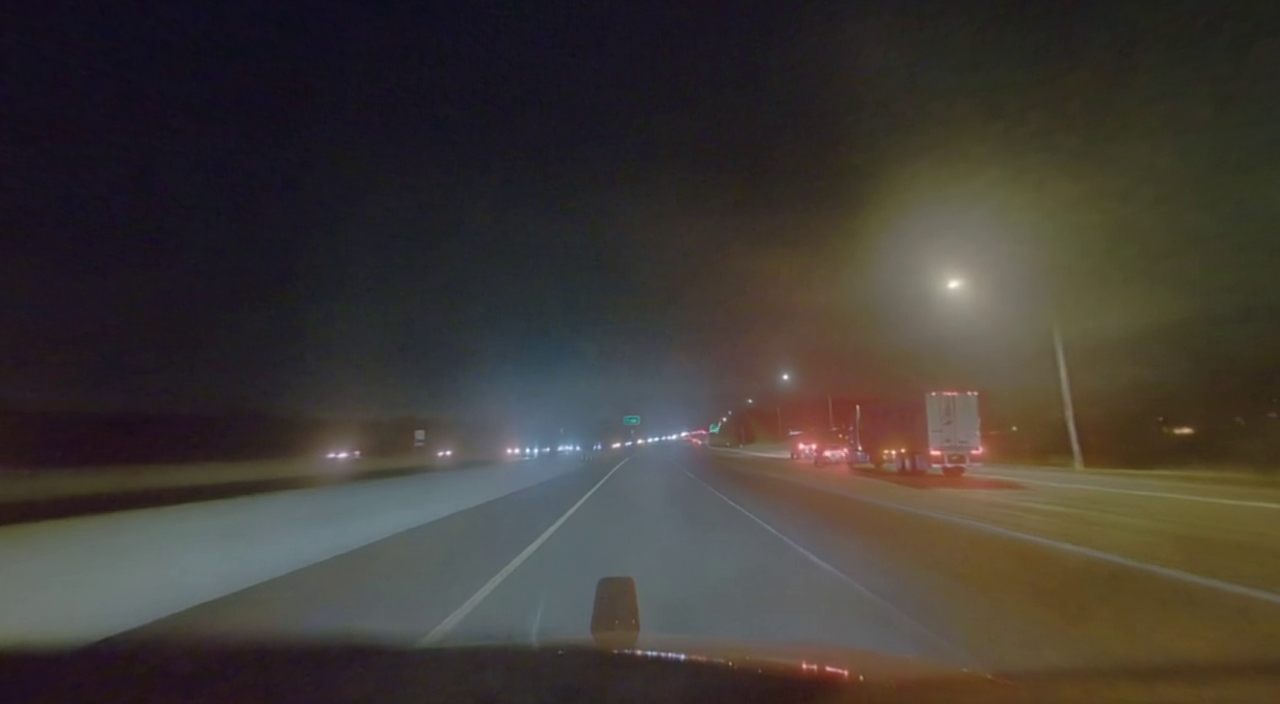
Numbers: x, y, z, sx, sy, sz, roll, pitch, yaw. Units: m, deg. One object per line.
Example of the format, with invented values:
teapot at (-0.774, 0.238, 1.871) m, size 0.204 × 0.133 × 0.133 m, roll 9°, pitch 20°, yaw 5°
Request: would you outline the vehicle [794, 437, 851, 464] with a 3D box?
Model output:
vehicle at (11.276, 6.111, 39.282) m, size 2.229 × 1.599 × 4.253 m, roll 0°, pitch -8°, yaw 0°
